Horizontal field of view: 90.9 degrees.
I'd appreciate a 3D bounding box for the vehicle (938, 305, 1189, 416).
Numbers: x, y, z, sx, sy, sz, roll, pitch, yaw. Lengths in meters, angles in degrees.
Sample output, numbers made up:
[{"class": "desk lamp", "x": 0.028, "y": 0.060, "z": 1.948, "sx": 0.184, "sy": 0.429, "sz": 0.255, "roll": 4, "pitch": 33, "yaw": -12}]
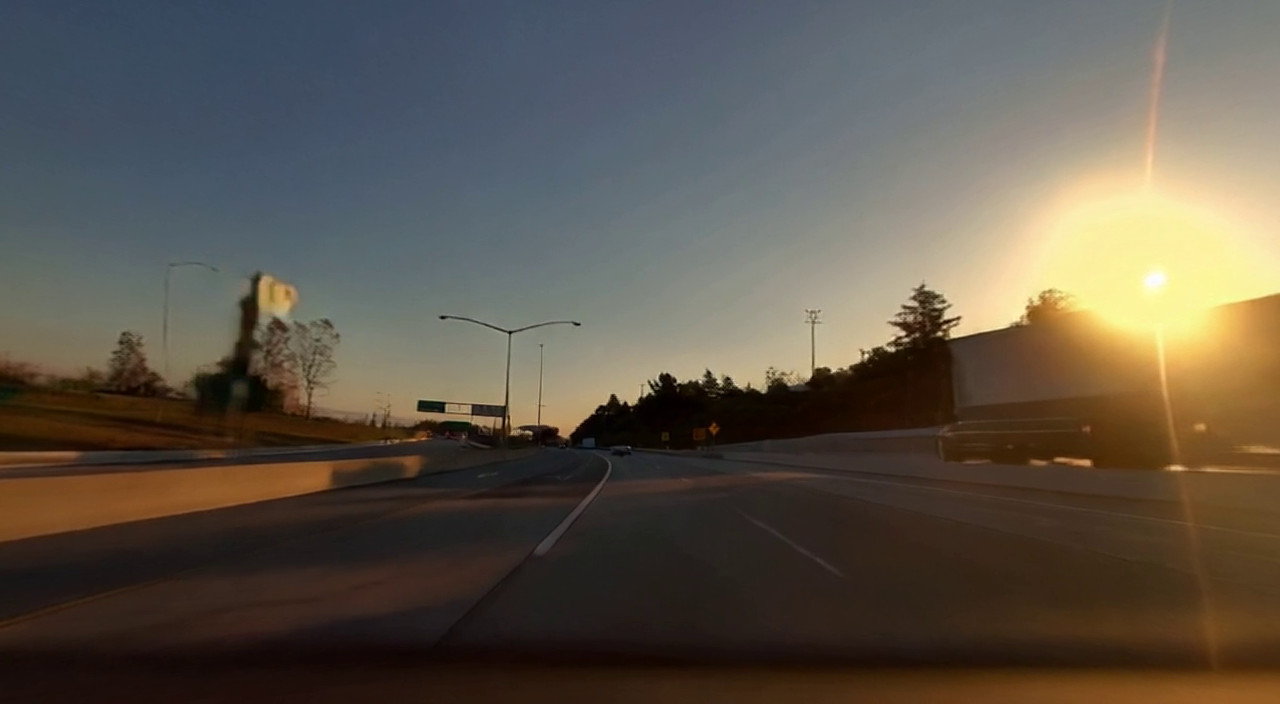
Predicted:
[{"class": "vehicle", "x": 24.169, "y": 1.120, "z": 37.995, "sx": 2.893, "sy": 4.671, "sz": 14.157, "roll": 4, "pitch": -9, "yaw": -13}]
